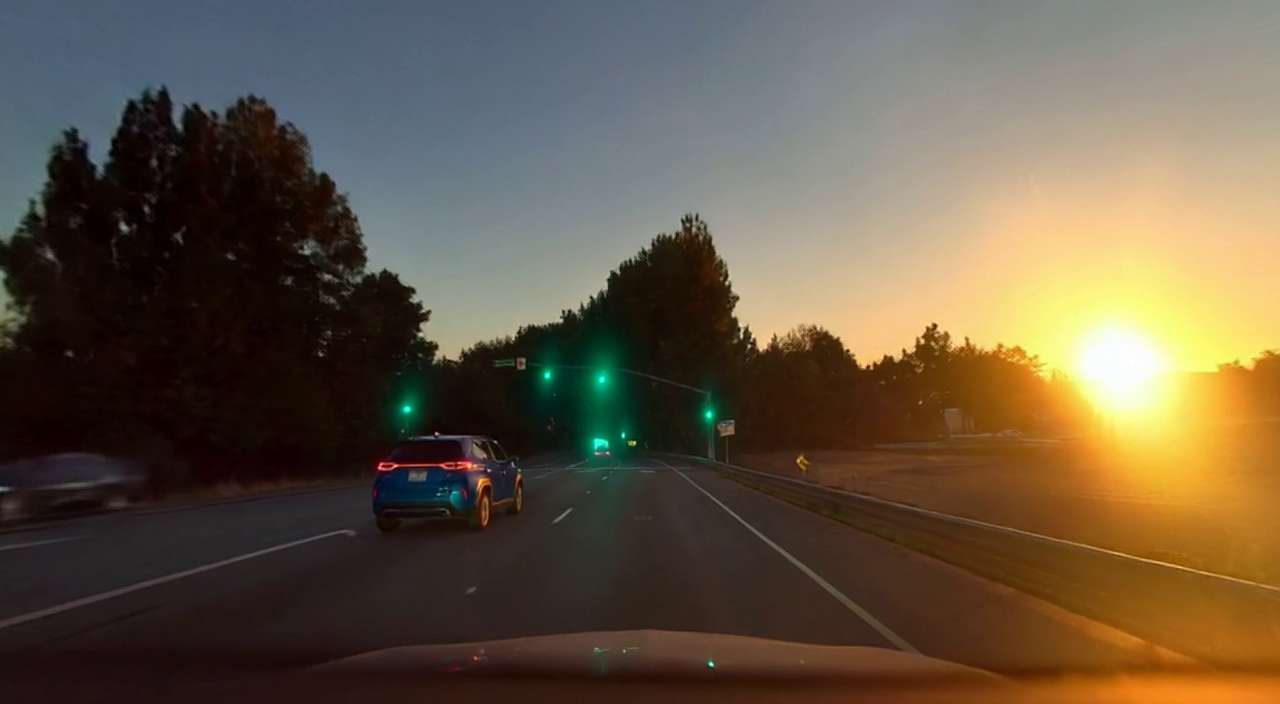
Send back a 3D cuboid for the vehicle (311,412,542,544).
[{"bbox_3d":[-3.426,2.153,11.510,2.336,1.857,4.986,0,-8,2],"label":"vehicle"}]
